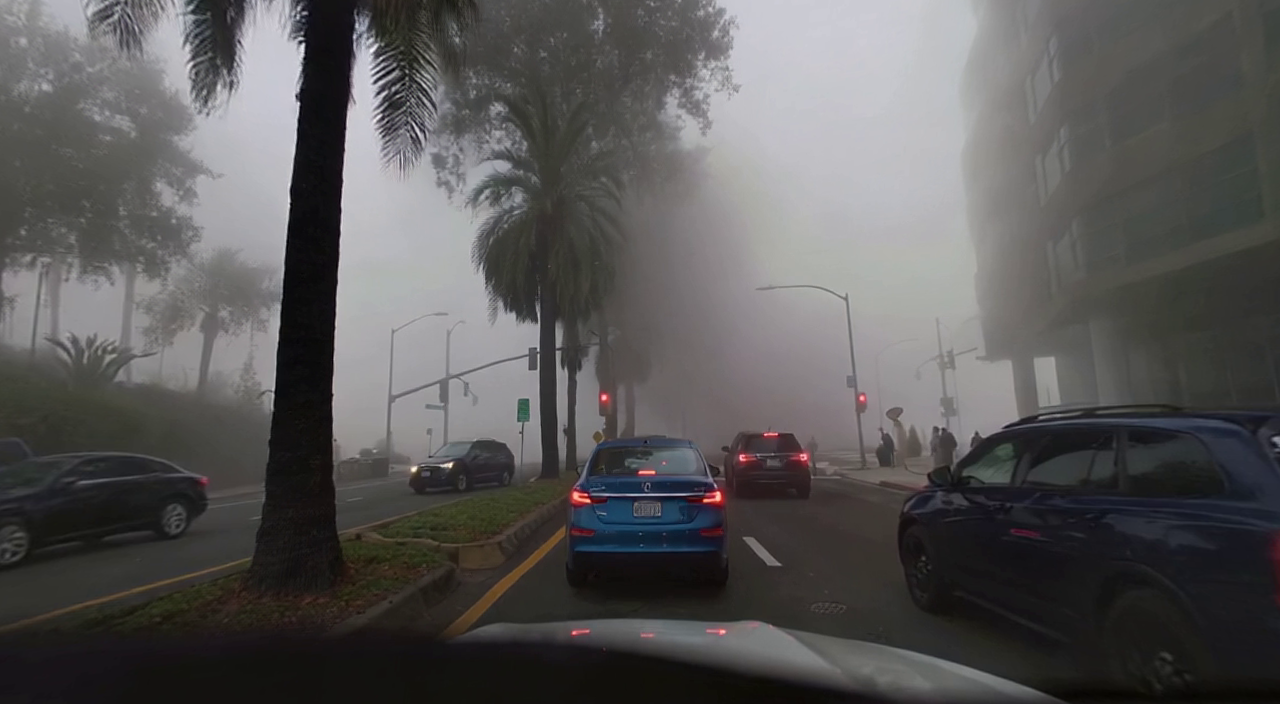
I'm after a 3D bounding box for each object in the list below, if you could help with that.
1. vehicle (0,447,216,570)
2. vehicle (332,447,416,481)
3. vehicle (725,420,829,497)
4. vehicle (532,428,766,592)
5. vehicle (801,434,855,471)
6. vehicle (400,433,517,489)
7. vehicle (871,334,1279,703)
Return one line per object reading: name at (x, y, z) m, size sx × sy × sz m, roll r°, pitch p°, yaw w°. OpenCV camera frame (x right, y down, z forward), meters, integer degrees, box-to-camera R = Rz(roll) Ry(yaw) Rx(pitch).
vehicle at (-8.885, 2.139, 9.081) m, size 2.104 × 1.492 × 4.693 m, roll -1°, pitch -8°, yaw 4°
vehicle at (-13.198, 5.556, 31.700) m, size 1.965 × 1.507 × 4.725 m, roll -1°, pitch -8°, yaw 3°
vehicle at (3.743, 3.025, 18.262) m, size 2.226 × 1.897 × 4.765 m, roll -1°, pitch -8°, yaw 4°
vehicle at (0.130, 1.715, 7.712) m, size 2.088 × 1.452 × 3.993 m, roll -1°, pitch -8°, yaw 2°
vehicle at (9.620, 5.177, 32.717) m, size 2.093 × 1.725 × 4.638 m, roll -2°, pitch -9°, yaw 10°
vehicle at (-6.062, 3.693, 21.749) m, size 2.053 × 1.693 × 4.198 m, roll -2°, pitch -9°, yaw 13°
vehicle at (3.277, 1.078, 4.037) m, size 2.003 × 1.733 × 4.319 m, roll 0°, pitch -8°, yaw 1°
